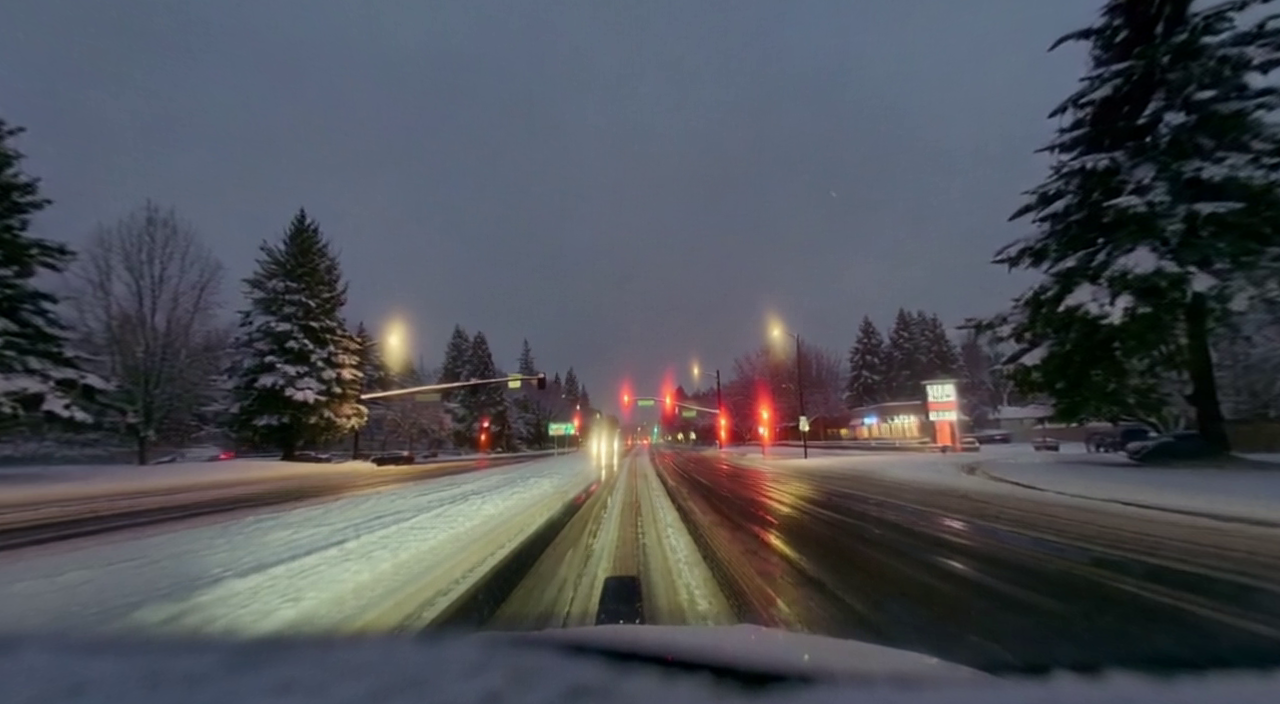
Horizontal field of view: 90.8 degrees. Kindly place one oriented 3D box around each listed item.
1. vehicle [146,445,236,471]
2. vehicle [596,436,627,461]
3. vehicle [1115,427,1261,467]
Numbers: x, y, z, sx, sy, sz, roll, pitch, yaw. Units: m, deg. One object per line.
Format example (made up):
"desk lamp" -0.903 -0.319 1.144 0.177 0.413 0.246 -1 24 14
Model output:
"vehicle" -31.724 7.464 44.895 2.099 1.731 5.736 0 -8 1
"vehicle" -2.071 6.858 44.983 1.990 1.639 3.885 1 -8 -6
"vehicle" 25.590 4.455 29.636 4.918 1.814 2.014 0 -8 0
